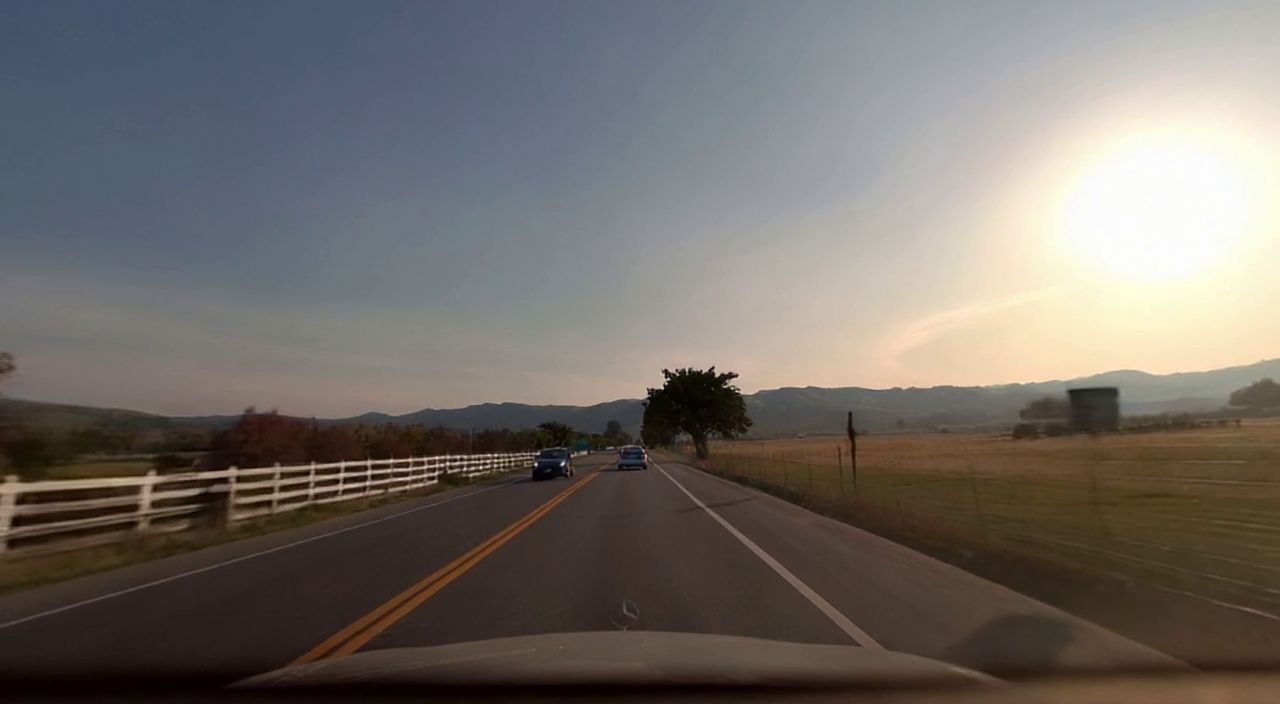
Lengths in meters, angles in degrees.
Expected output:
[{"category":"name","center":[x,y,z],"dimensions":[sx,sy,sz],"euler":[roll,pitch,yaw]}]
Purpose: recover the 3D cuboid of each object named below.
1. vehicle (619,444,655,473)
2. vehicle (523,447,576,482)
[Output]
[{"category":"vehicle","center":[-0.225,6.684,39.855],"dimensions":[2.158,1.669,4.006],"euler":[0,-9,-1]},{"category":"vehicle","center":[-4.390,5.522,31.411],"dimensions":[1.989,1.600,3.979],"euler":[-1,-9,1]}]
